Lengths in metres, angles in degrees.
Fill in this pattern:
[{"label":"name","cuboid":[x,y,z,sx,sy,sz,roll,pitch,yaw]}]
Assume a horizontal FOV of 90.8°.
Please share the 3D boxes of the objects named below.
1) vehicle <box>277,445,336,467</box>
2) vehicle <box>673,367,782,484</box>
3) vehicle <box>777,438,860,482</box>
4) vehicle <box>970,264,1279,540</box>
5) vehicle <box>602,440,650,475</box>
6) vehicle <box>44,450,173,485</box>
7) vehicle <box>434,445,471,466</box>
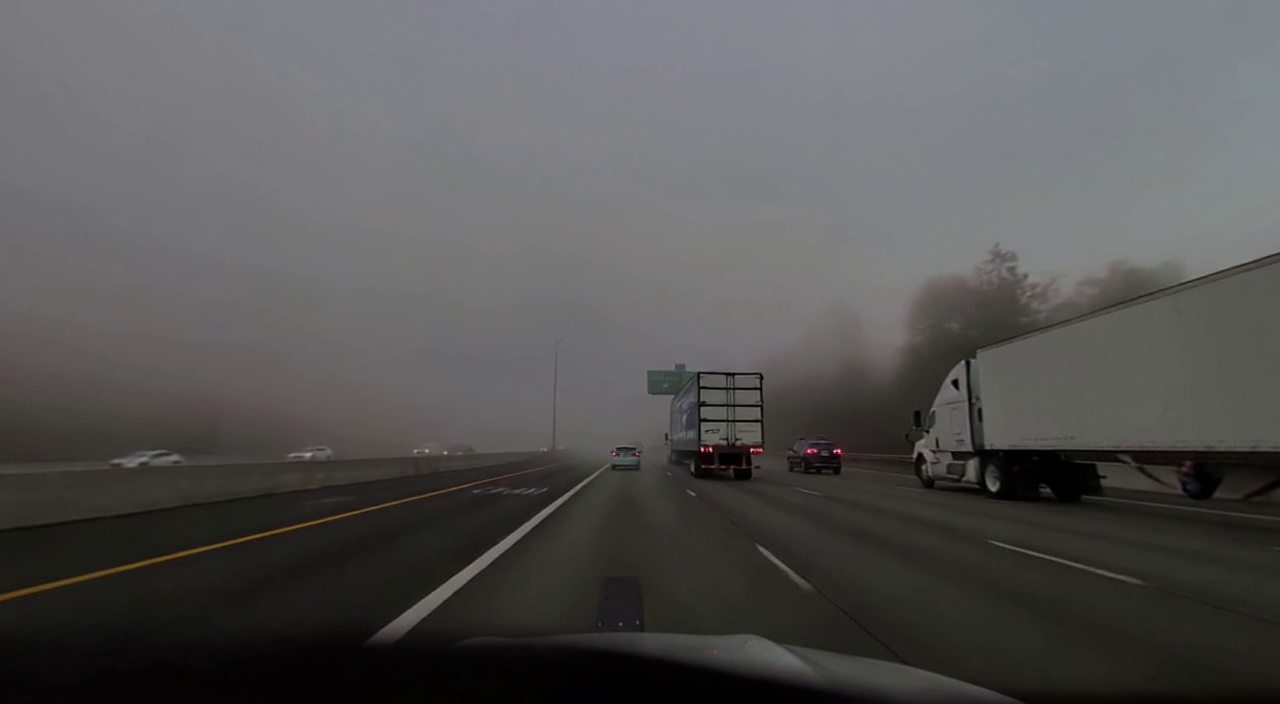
[{"label":"vehicle","cuboid":[-24.093,7.495,45.820,1.905,1.516,4.340,0,-9,0]},{"label":"vehicle","cuboid":[3.376,3.387,27.759,2.999,4.127,10.526,0,-9,-2]},{"label":"vehicle","cuboid":[7.336,4.499,26.482,2.154,1.658,4.347,0,-9,-1]},{"label":"vehicle","cuboid":[11.225,0.784,9.786,2.898,4.171,17.188,0,-9,0]},{"label":"vehicle","cuboid":[-0.665,5.087,30.591,2.163,1.551,4.180,0,-9,-1]},{"label":"vehicle","cuboid":[-24.123,5.216,28.954,1.950,1.455,4.569,0,-9,0]},{"label":"vehicle","cuboid":[-13.269,7.300,44.851,1.543,1.408,3.505,0,-9,0]}]
